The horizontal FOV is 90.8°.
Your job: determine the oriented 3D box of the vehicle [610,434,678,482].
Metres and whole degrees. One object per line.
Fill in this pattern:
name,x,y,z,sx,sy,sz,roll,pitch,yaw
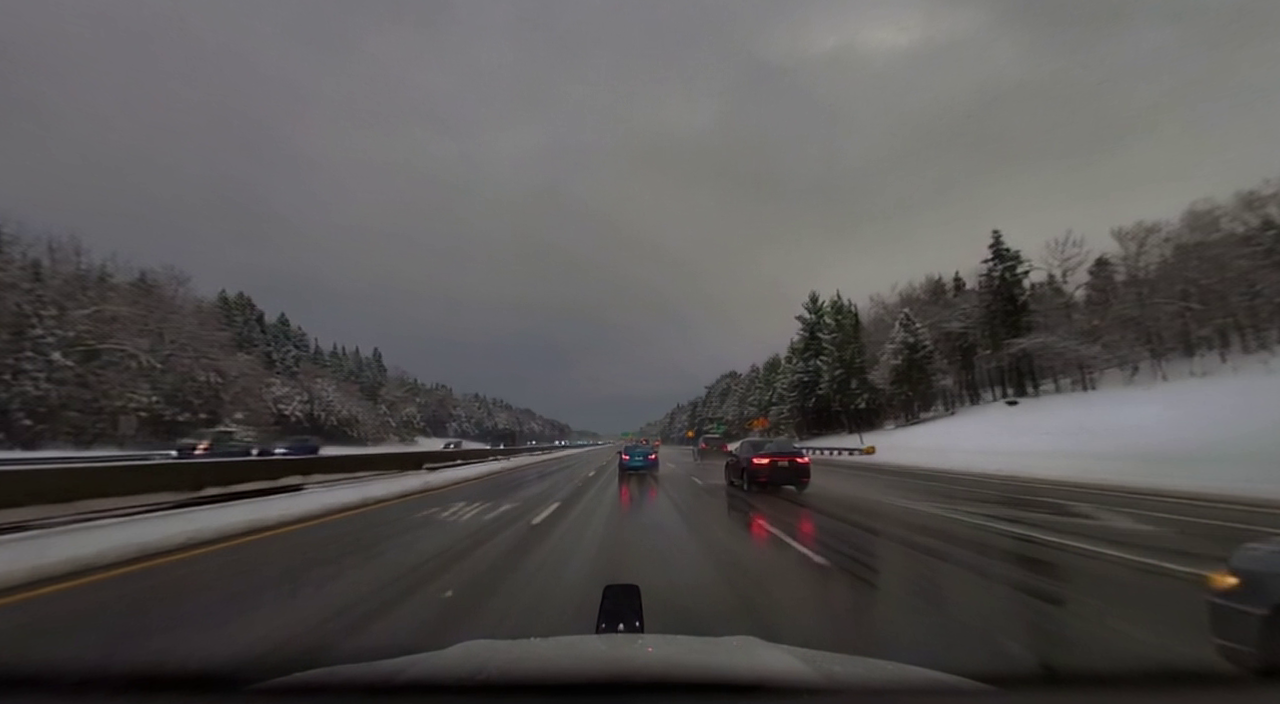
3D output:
vehicle,0.062,3.584,21.593,2.098,1.475,3.997,0,-8,-2

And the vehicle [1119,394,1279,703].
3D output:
vehicle,3.541,0.684,0.878,1.993,1.504,4.781,0,-8,0

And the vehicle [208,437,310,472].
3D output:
vehicle,-17.501,4.734,29.326,2.018,1.489,4.474,0,-8,-1

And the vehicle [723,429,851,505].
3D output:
vehicle,3.227,2.620,14.816,1.856,1.517,4.198,0,-8,-2

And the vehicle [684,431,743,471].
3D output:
vehicle,3.221,4.450,28.523,1.997,1.663,4.169,0,-8,-3

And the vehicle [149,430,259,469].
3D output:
vehicle,-22.201,5.007,32.508,1.995,1.805,5.189,0,-8,-1
